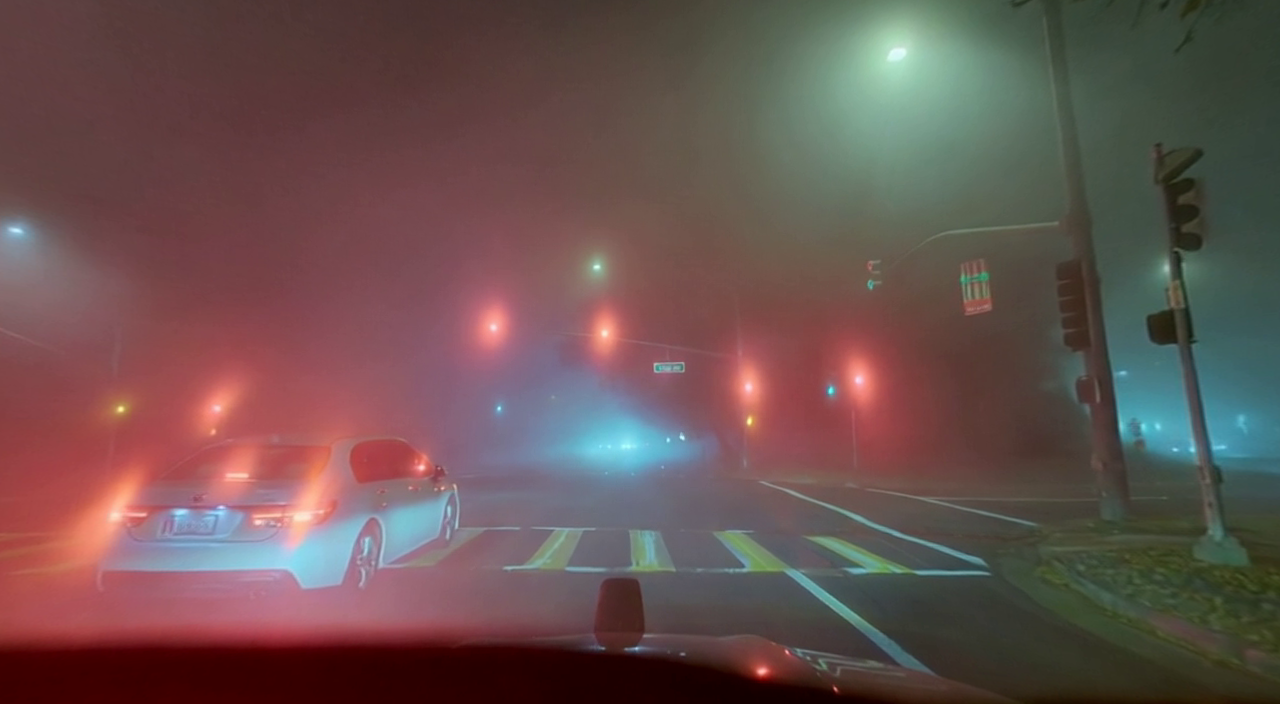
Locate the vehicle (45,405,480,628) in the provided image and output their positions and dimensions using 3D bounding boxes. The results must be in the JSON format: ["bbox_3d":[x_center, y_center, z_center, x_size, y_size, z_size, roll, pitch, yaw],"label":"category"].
[{"bbox_3d":[-3.311,1.528,6.907,2.076,1.599,4.483,0,-9,-2],"label":"vehicle"}]
